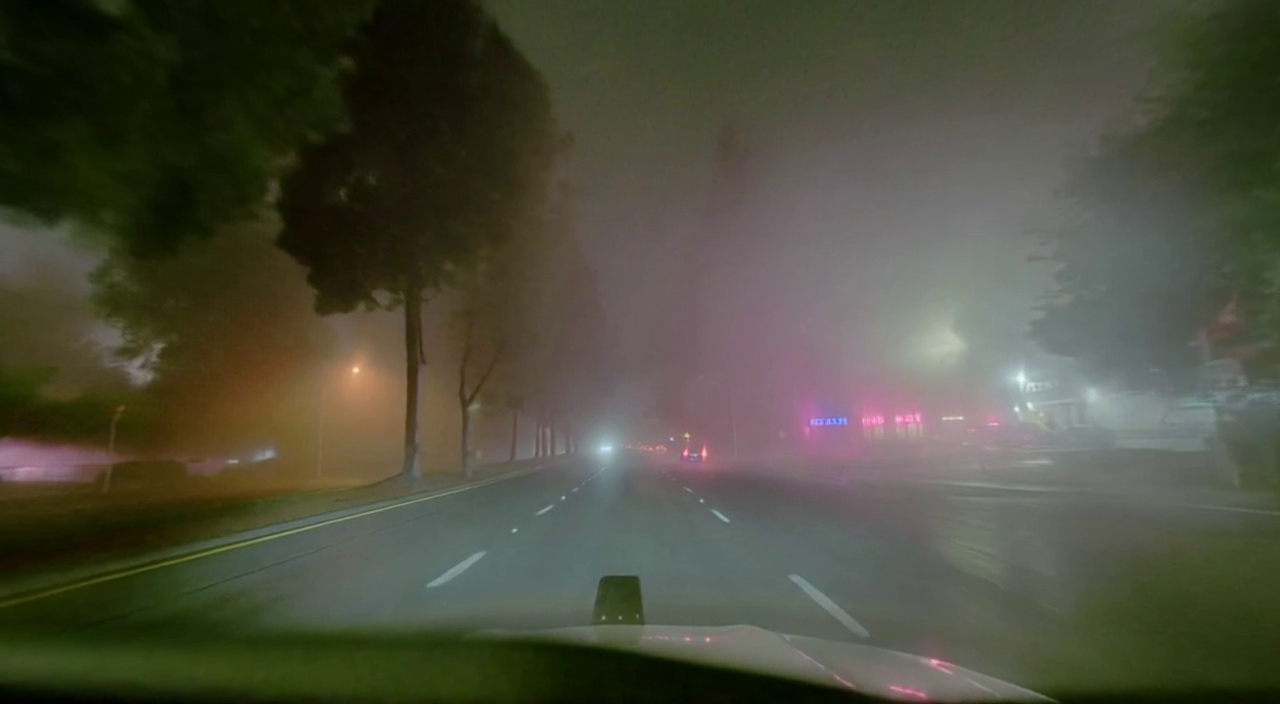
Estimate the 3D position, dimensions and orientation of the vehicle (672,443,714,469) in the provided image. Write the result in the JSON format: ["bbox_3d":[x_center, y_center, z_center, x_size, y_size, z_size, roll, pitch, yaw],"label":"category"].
[{"bbox_3d":[3.177,6.350,38.744,2.033,1.482,4.571,0,-8,-2],"label":"vehicle"}]

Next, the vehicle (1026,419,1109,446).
[{"bbox_3d":[27.601,5.175,41.018,2.037,1.633,4.447,1,-7,-5],"label":"vehicle"}]

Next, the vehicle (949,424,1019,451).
[{"bbox_3d":[21.793,5.461,40.234,1.911,1.604,4.411,0,-8,-1],"label":"vehicle"}]

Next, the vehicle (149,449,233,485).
[{"bbox_3d":[-35.206,8.986,49.800,2.182,2.543,6.006,0,-8,0],"label":"vehicle"}]
